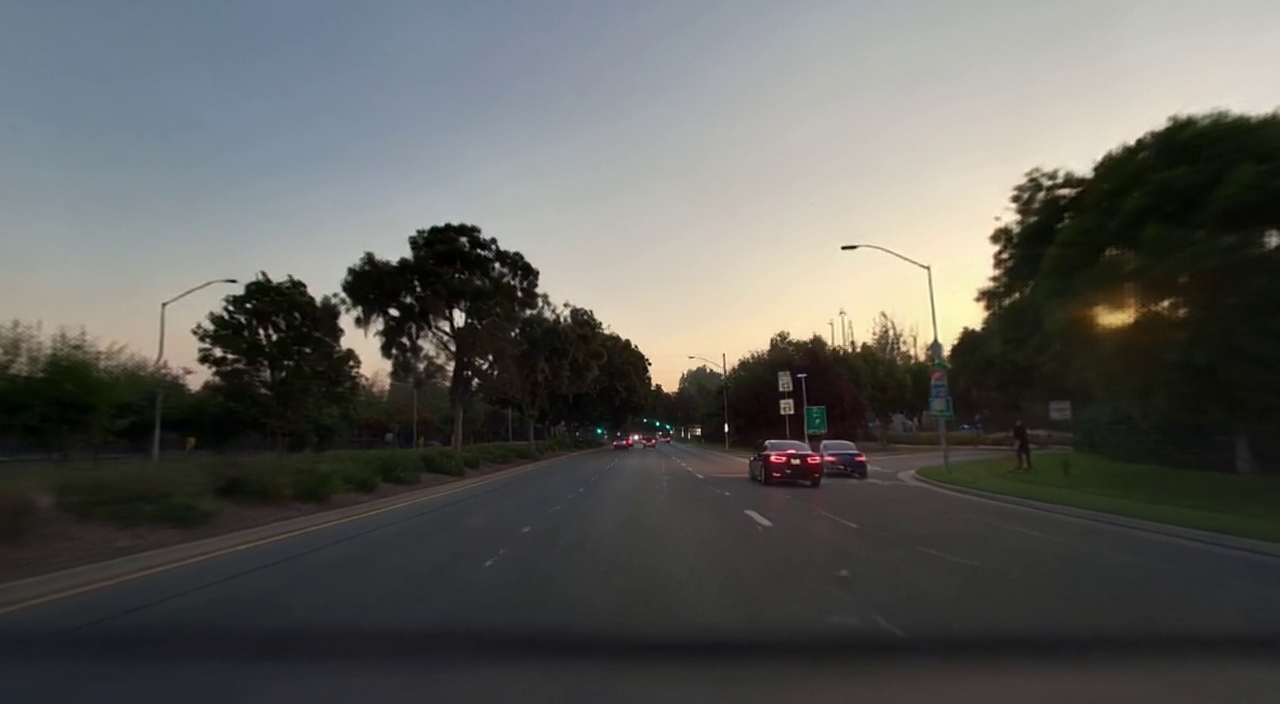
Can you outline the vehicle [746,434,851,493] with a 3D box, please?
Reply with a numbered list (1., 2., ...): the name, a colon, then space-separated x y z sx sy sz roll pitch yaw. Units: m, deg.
1. vehicle: 4.530 3.256 18.649 1.913 1.516 4.322 0 -9 -1
